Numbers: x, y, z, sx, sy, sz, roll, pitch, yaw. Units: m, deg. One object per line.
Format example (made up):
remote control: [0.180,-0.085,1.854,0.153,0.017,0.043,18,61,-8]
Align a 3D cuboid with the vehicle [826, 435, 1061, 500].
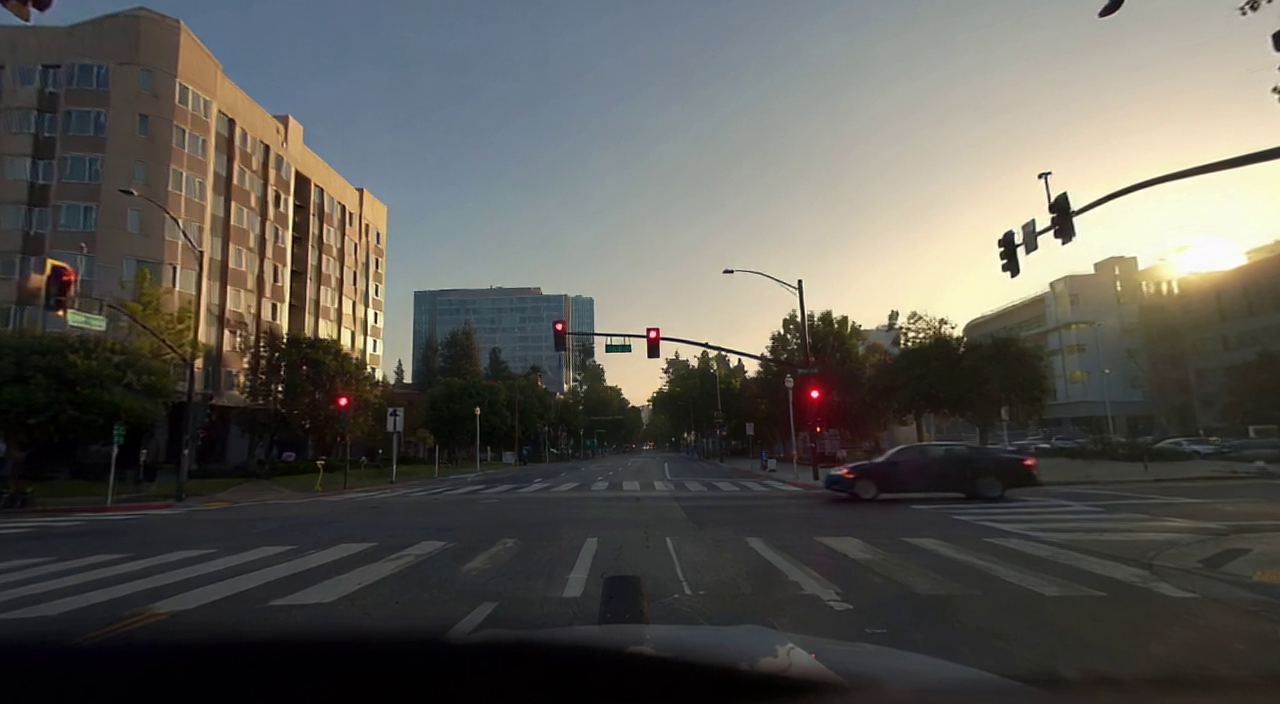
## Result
vehicle: [7.381,2.849,15.756,4.847,1.484,1.926,0,-8,0]
